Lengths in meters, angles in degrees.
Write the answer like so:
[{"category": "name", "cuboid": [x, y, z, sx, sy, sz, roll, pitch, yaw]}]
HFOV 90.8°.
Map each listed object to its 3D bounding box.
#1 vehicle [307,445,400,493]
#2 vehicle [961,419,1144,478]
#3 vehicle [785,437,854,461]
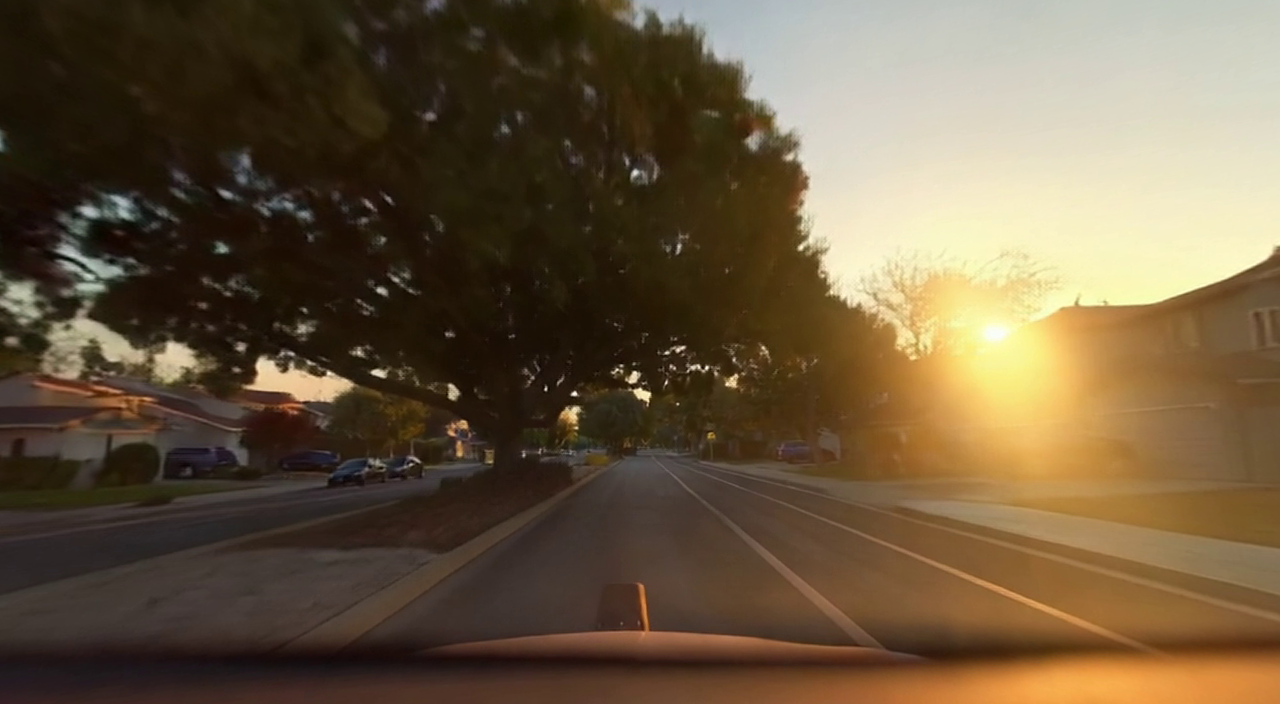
[{"category": "vehicle", "cuboid": [-12.579, 5.124, 28.115, 2.003, 1.804, 4.554, -1, -7, 0]}, {"category": "vehicle", "cuboid": [13.383, 3.183, 20.898, 4.577, 1.770, 2.006, -3, -9, 17]}, {"category": "vehicle", "cuboid": [13.722, 7.421, 48.466, 4.629, 1.770, 1.959, 0, -8, 0]}]
